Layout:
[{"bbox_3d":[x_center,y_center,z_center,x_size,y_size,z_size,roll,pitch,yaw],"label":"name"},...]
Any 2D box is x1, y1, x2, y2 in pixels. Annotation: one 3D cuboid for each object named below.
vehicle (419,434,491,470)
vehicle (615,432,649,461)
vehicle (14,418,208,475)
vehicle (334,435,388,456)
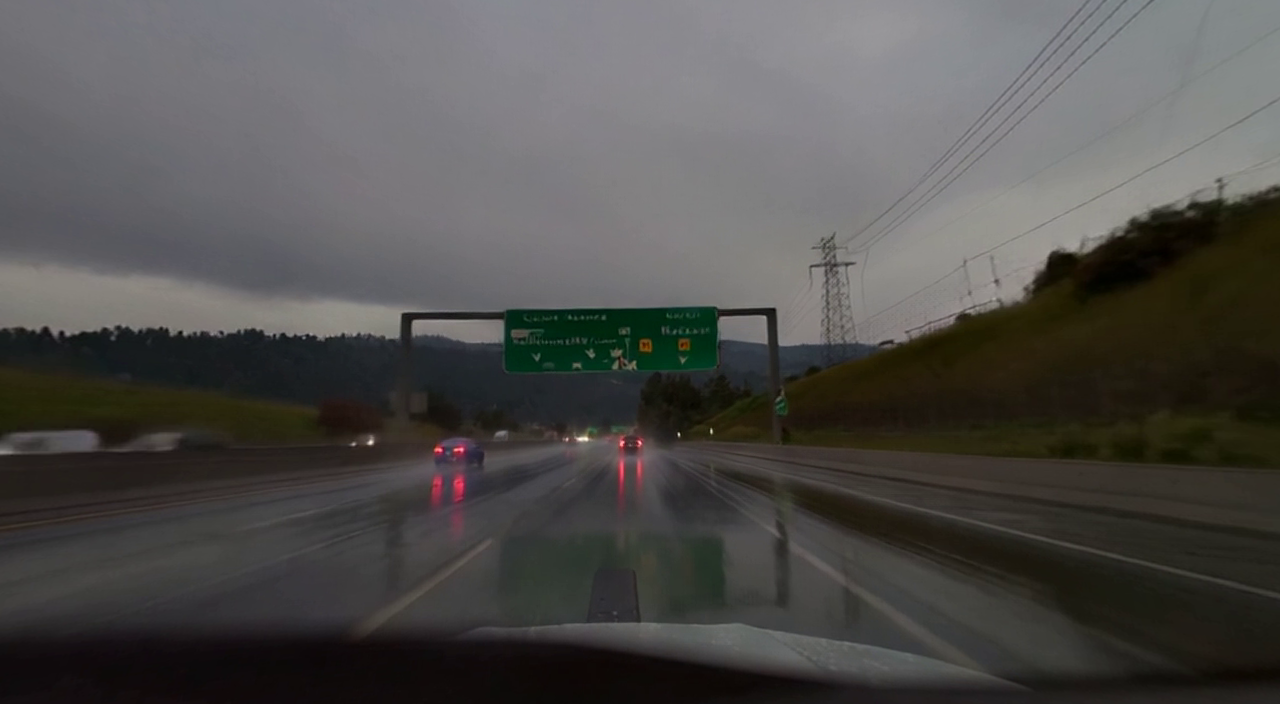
[{"bbox_3d":[-8.380,4.555,28.915,2.047,1.486,4.306,0,-8,0],"label":"vehicle"},{"bbox_3d":[-0.512,6.082,40.648,2.040,1.715,3.906,0,-8,-1],"label":"vehicle"},{"bbox_3d":[-15.541,2.823,18.900,1.896,1.466,4.500,0,-8,0],"label":"vehicle"},{"bbox_3d":[-20.368,6.835,46.164,1.896,1.464,4.522,0,-8,-1],"label":"vehicle"}]
